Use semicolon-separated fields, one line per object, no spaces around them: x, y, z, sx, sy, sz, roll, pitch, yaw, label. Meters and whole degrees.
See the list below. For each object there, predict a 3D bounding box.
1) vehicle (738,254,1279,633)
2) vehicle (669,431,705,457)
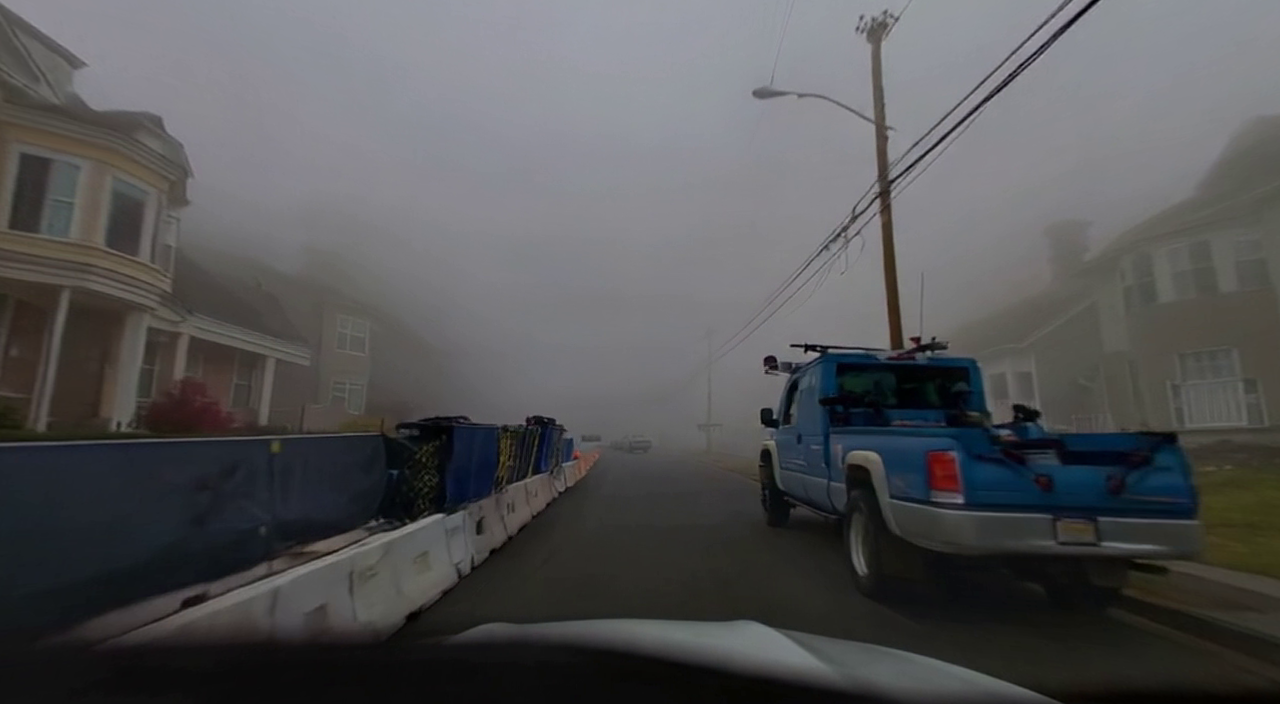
3.250;1.033;7.793;2.879;2.801;6.142;0;-7;-2;vehicle
3.267;6.416;44.258;2.066;1.739;4.234;0;-7;-2;vehicle
